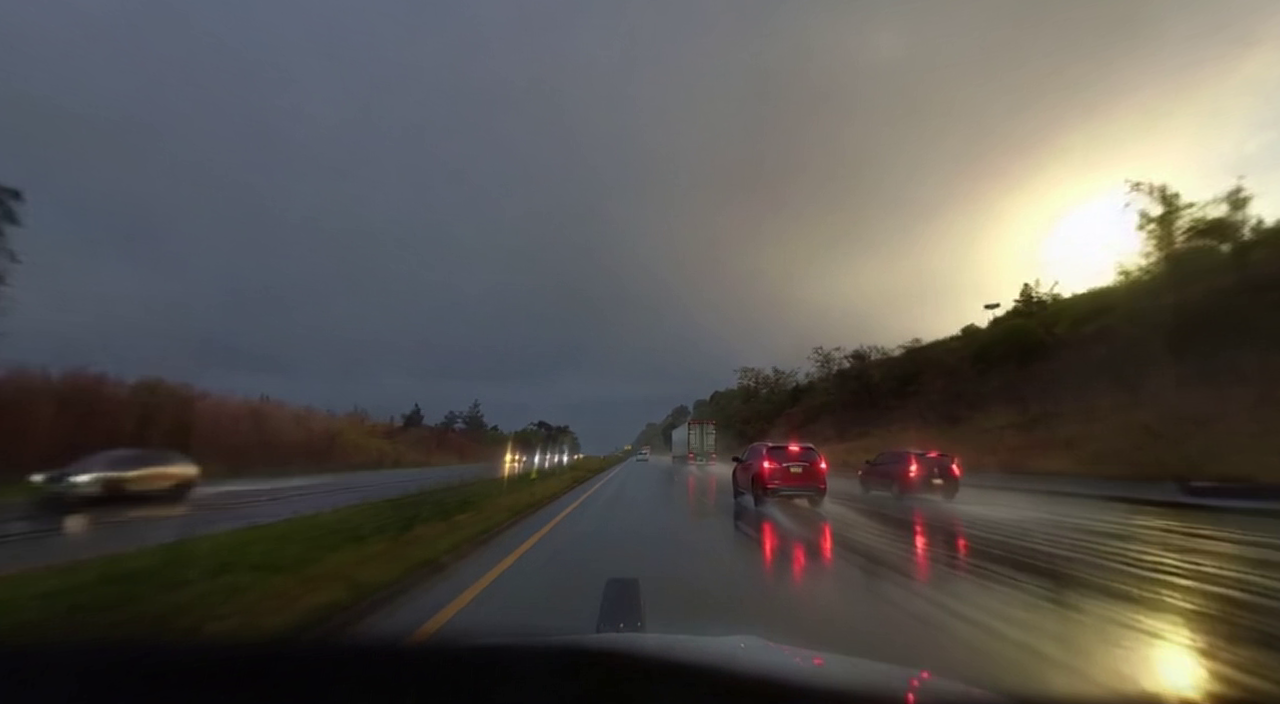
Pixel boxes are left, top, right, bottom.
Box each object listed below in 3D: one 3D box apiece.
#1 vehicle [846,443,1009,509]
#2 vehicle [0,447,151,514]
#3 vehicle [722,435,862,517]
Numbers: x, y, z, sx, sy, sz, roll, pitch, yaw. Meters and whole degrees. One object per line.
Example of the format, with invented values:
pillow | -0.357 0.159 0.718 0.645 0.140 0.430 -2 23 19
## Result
vehicle | 7.274 3.165 16.622 2.024 1.471 4.618 0 -9 -1
vehicle | -15.126 3.213 16.248 1.856 1.488 4.033 0 -9 -1
vehicle | 3.434 2.903 15.287 2.130 1.658 4.537 0 -9 -2
